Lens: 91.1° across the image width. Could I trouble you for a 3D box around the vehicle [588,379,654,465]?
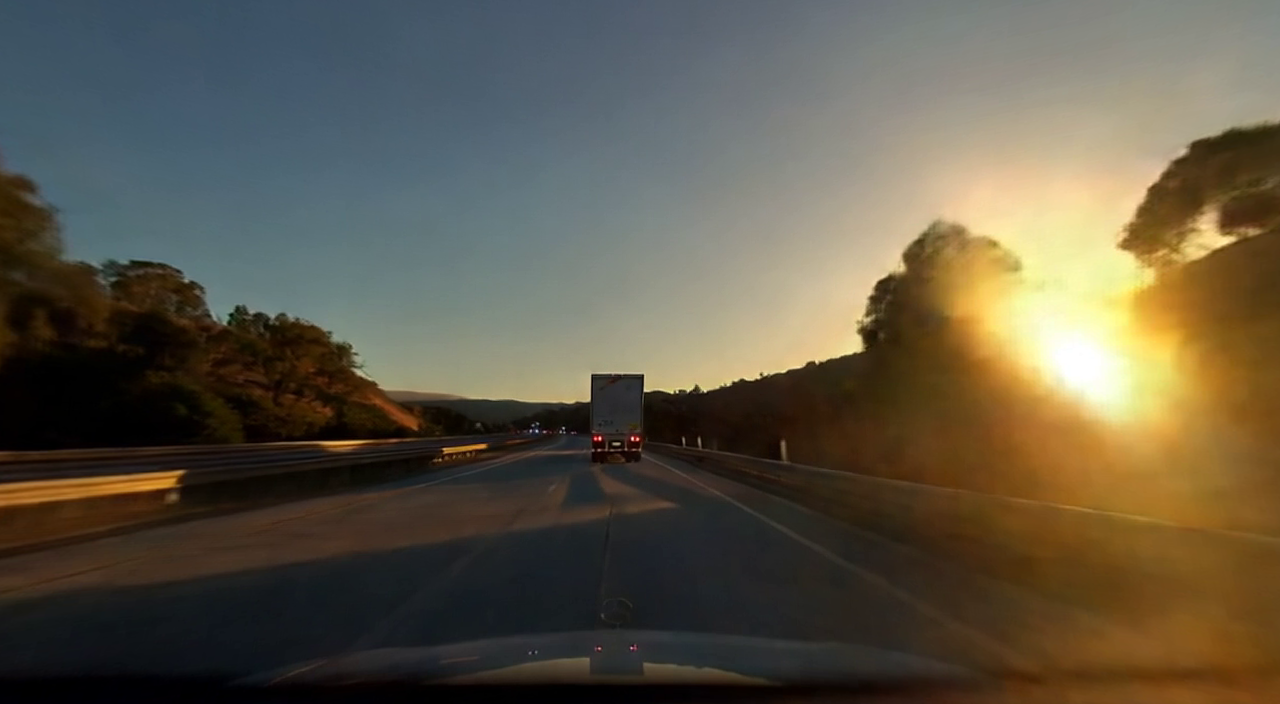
[{"bbox_3d":[-1.147,3.913,34.133,3.023,3.965,10.402,0,-8,-3],"label":"vehicle"}]
